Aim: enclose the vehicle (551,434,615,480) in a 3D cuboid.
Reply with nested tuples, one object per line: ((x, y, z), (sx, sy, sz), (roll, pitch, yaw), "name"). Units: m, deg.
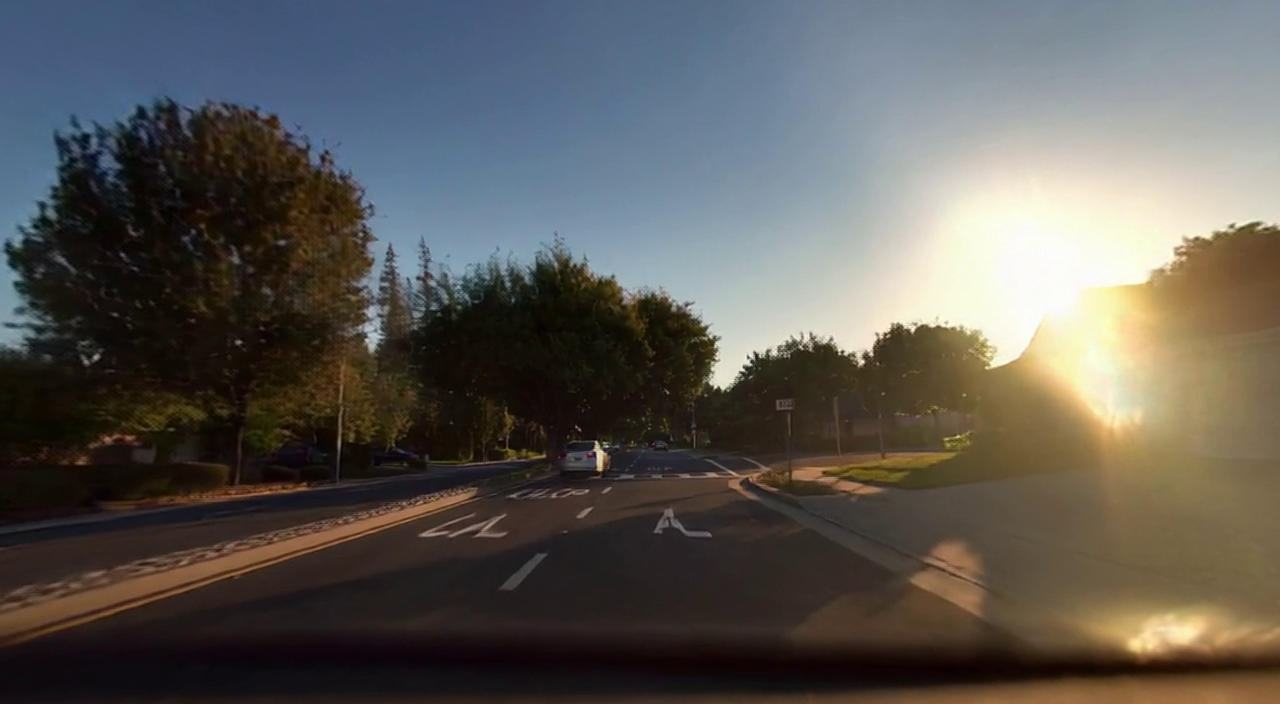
((-2.312, 4.405, 26.703), (2.190, 1.766, 4.394), (0, -8, 2), "vehicle")
